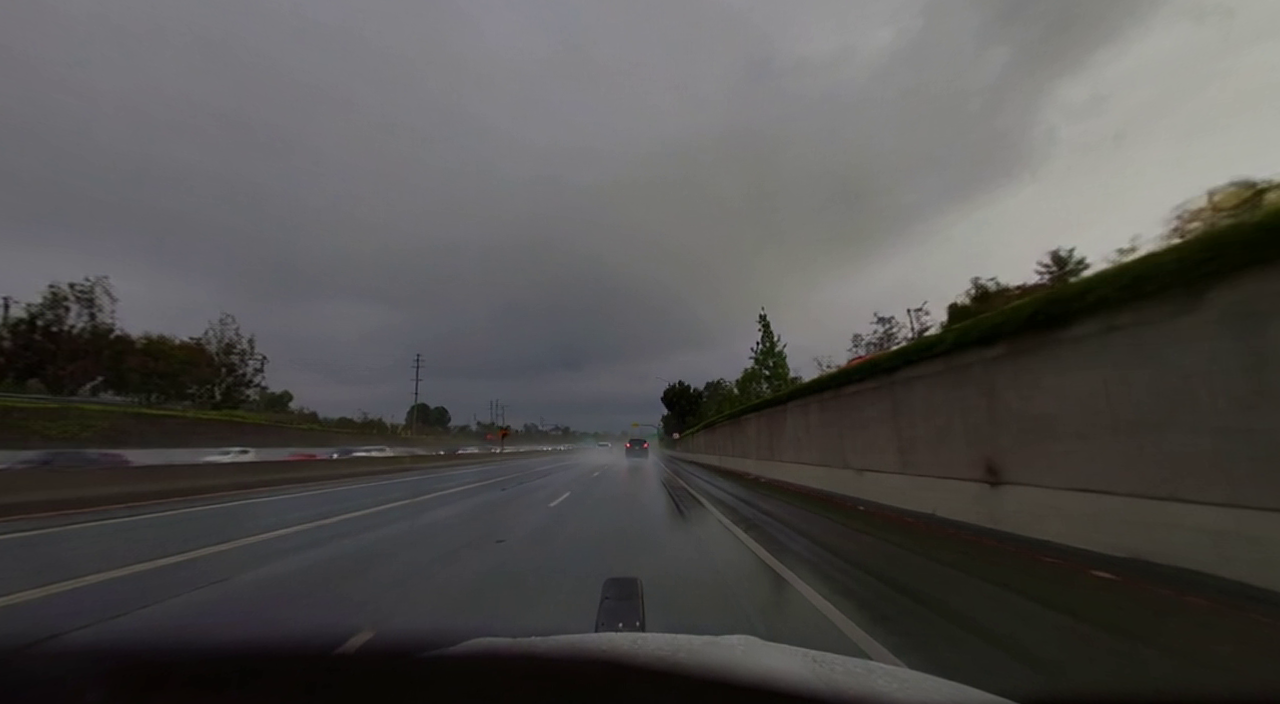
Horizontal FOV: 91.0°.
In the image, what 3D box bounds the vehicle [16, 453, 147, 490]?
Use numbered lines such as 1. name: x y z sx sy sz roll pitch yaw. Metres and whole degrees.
1. vehicle: -25.840 5.528 29.406 1.878 1.536 4.552 0 -9 1
